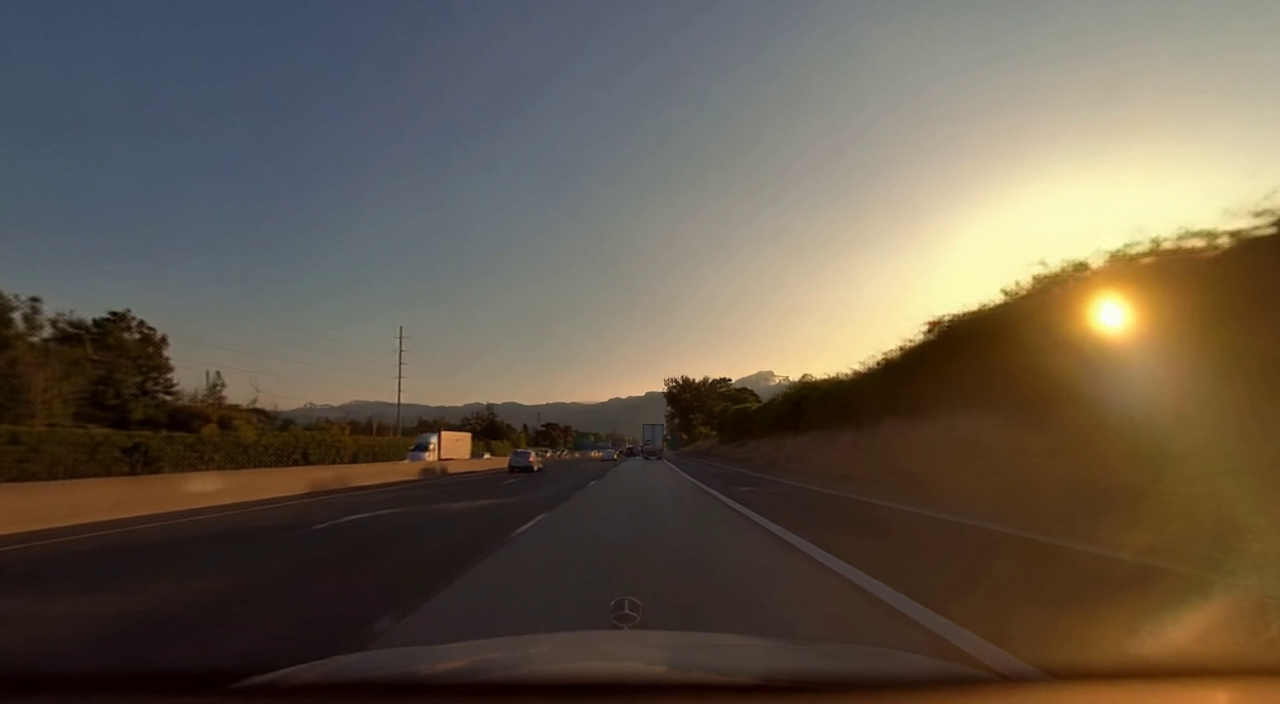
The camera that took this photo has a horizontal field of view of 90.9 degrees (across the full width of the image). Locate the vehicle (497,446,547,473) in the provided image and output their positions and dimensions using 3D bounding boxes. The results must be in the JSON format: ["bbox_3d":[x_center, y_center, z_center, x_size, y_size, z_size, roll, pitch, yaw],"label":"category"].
[{"bbox_3d":[-7.109,6.543,38.432,2.031,1.521,4.503,0,-9,1],"label":"vehicle"}]
